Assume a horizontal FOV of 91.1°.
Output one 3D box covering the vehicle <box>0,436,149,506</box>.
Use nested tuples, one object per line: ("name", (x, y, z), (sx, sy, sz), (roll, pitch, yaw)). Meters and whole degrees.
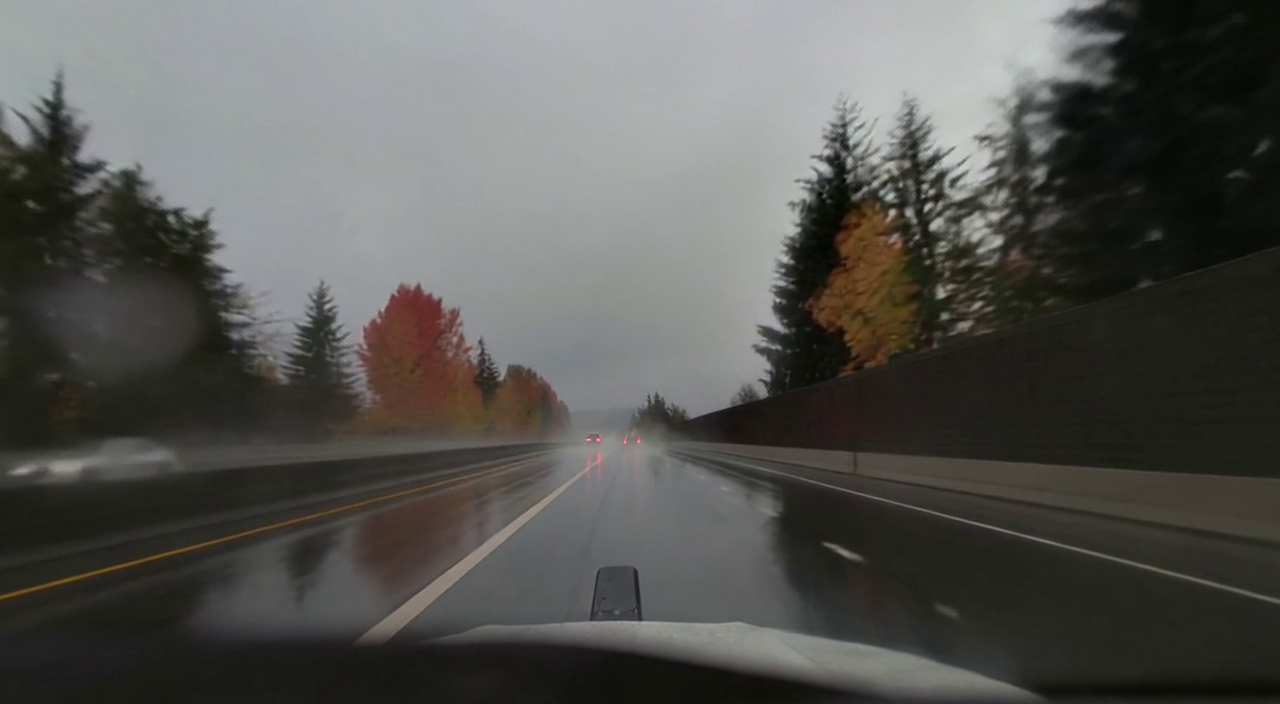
("vehicle", (-16.388, 3.206, 17.551), (1.958, 1.710, 4.234), (0, -8, -1))
